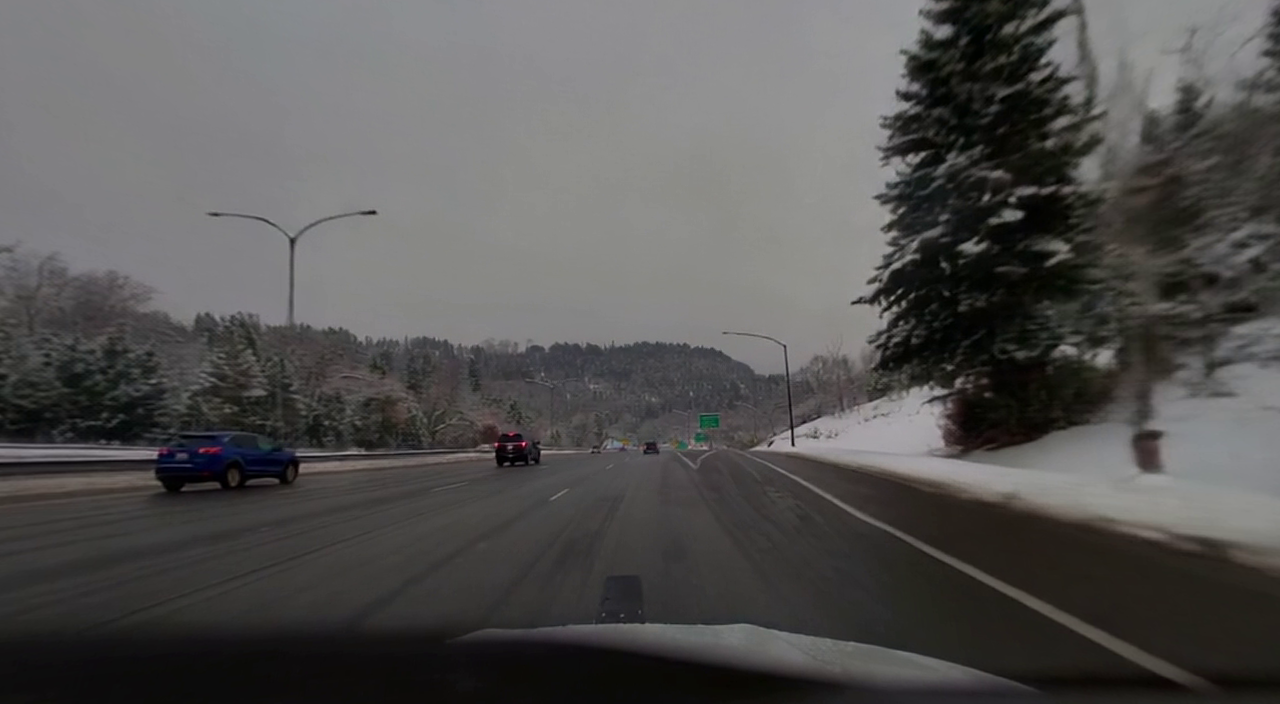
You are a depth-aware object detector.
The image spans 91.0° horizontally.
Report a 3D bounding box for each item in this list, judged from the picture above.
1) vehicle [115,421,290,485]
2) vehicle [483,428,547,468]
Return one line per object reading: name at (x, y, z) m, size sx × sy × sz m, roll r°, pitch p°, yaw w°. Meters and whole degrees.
vehicle at (-13.903, 3.263, 20.526) m, size 2.079 × 1.822 × 4.893 m, roll 0°, pitch -9°, yaw 1°
vehicle at (-6.513, 5.089, 33.436) m, size 2.219 × 1.947 × 4.924 m, roll 0°, pitch -9°, yaw 2°
